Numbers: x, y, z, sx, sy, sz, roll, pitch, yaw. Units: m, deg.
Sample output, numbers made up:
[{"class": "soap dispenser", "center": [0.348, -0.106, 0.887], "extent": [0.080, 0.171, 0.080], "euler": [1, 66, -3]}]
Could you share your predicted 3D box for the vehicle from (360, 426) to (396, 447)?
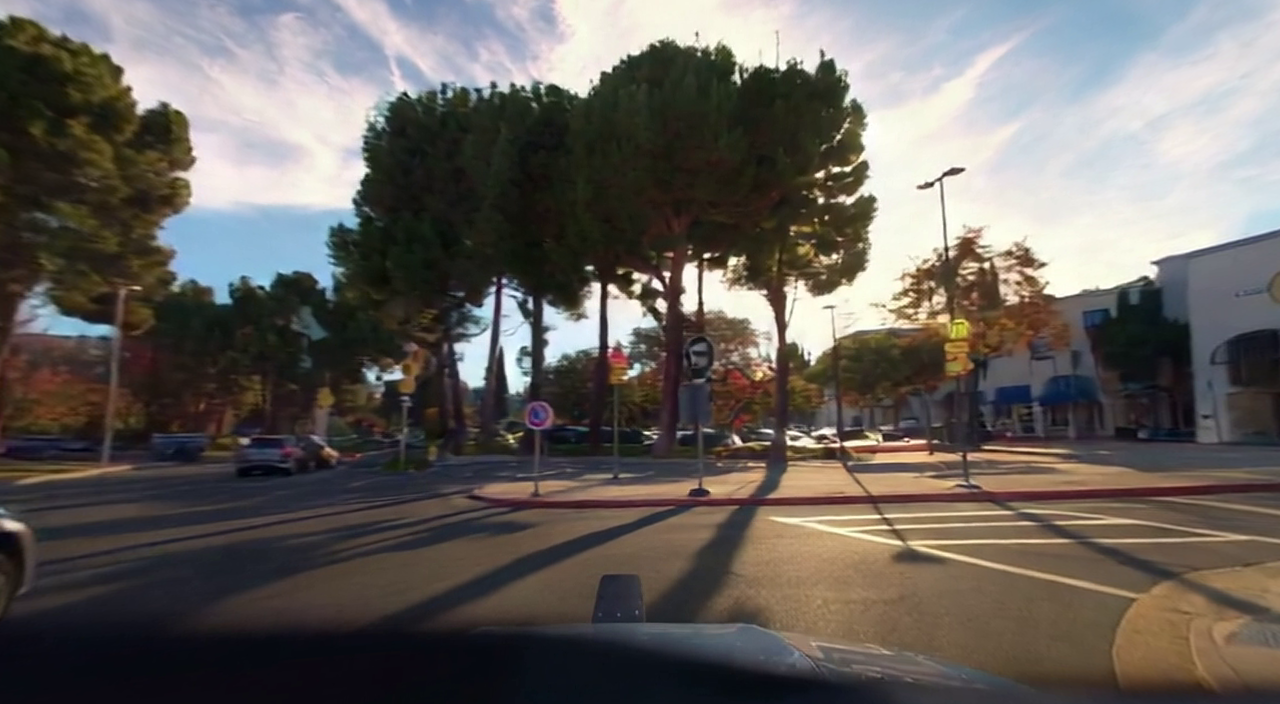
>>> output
[{"class": "vehicle", "center": [-19.481, 6.319, 46.840], "extent": [1.742, 1.504, 3.771], "euler": [2, -8, -11]}]

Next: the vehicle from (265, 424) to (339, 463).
[{"class": "vehicle", "center": [-13.597, 3.706, 25.557], "extent": [1.962, 1.424, 4.289], "euler": [3, -8, -19]}]

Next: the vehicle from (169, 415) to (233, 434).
[{"class": "vehicle", "center": [-34.865, 5.787, 49.937], "extent": [3.774, 1.439, 1.676], "euler": [0, -8, -3]}]

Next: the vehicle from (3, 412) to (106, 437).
[{"class": "vehicle", "center": [-35.492, 4.411, 38.153], "extent": [4.442, 1.468, 1.821], "euler": [0, -8, 1]}]

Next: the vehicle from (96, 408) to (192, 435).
[{"class": "vehicle", "center": [-35.534, 5.018, 45.141], "extent": [5.015, 1.909, 2.034], "euler": [0, -8, -2]}]
